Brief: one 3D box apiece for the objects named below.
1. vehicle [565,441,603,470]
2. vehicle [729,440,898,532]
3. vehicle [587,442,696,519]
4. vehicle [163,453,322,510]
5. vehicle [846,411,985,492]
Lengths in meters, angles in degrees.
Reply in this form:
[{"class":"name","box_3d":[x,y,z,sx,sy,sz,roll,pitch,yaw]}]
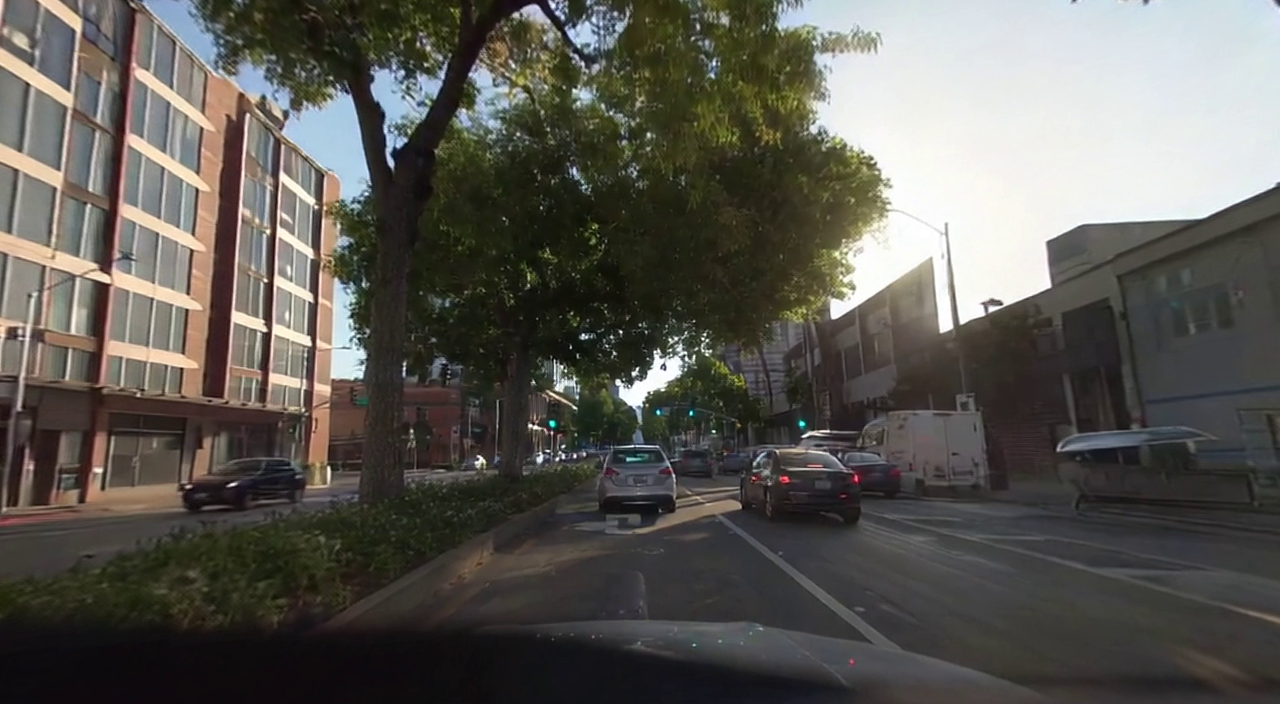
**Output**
[{"class":"vehicle","box_3d":[-4.008,7.507,46.072,2.326,1.958,5.183,0,-8,0]},{"class":"vehicle","box_3d":[3.171,2.539,12.691,1.995,1.483,4.533,0,-8,-2]},{"class":"vehicle","box_3d":[-0.019,2.812,14.436,2.105,1.474,4.127,0,-8,-1]},{"class":"vehicle","box_3d":[-12.280,3.991,19.997,2.020,1.533,4.620,0,-8,0]},{"class":"vehicle","box_3d":[10.083,3.735,23.956,2.238,2.594,6.607,0,-8,0]}]
